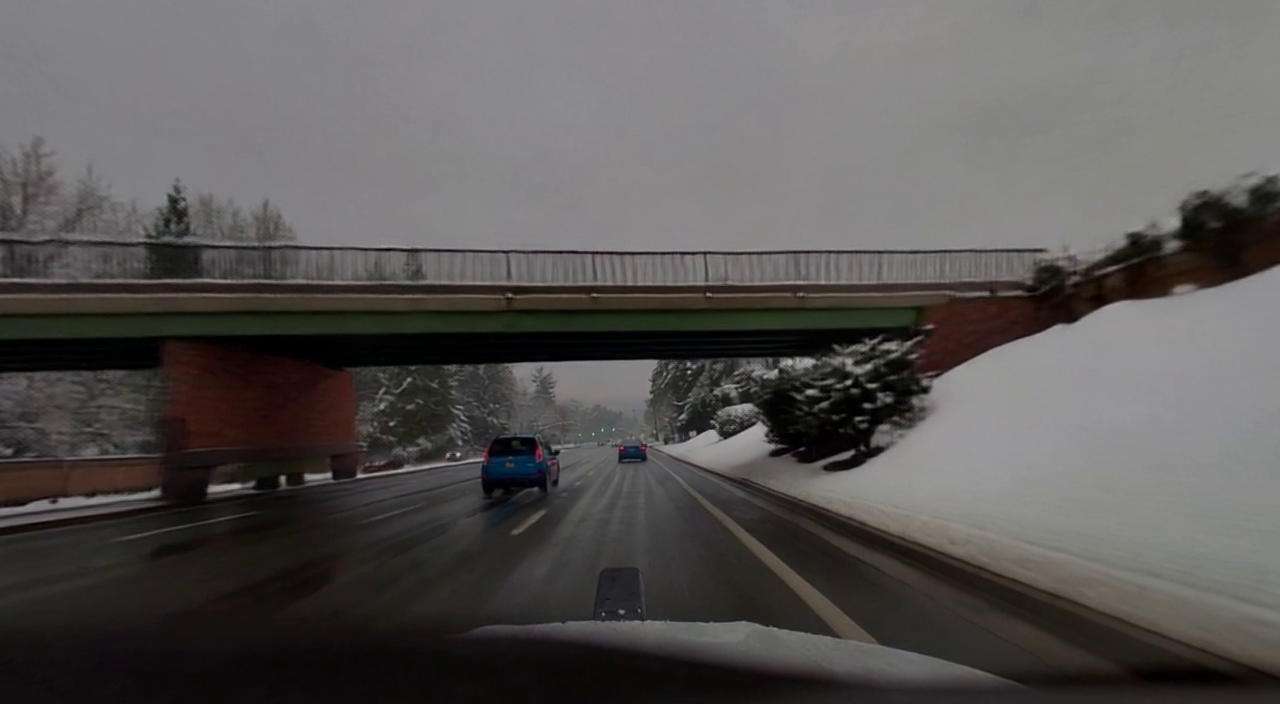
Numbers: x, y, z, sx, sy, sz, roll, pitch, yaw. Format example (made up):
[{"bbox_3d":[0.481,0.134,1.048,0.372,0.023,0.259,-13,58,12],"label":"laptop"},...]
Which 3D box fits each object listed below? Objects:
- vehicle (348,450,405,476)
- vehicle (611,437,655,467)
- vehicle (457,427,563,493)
[{"bbox_3d":[-18.079,7.626,43.585,1.983,1.552,4.798,0,-8,-1],"label":"vehicle"},{"bbox_3d":[-0.395,5.410,34.440,2.205,1.509,4.272,0,-8,-1],"label":"vehicle"},{"bbox_3d":[-3.811,3.247,19.430,2.223,1.771,4.581,0,-8,1],"label":"vehicle"}]
